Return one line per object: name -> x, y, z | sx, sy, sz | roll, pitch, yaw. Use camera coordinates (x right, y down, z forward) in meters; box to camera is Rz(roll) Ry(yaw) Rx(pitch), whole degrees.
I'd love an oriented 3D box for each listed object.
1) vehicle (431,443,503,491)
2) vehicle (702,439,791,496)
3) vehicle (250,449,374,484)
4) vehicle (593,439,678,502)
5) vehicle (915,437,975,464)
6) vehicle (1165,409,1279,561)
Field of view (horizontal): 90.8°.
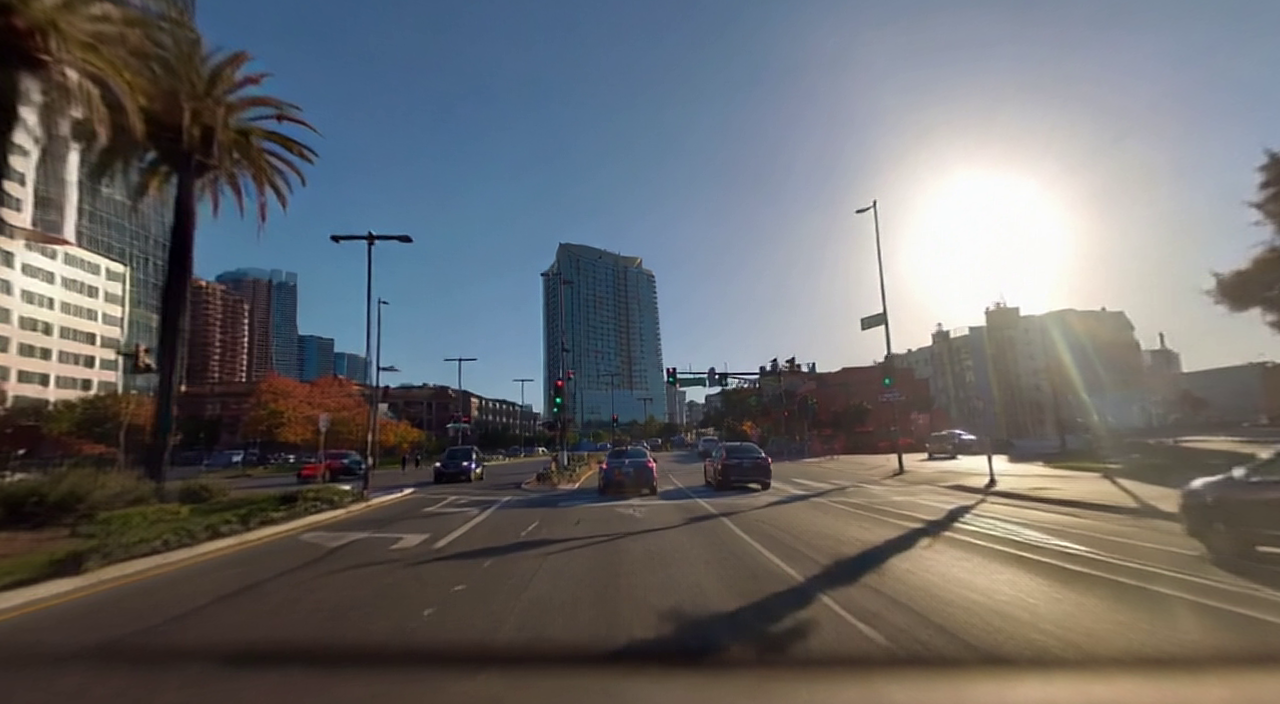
vehicle -> -6.272, 4.028, 22.553 | 1.977, 1.501, 4.435 | 3, -9, -21
vehicle -> 3.040, 3.369, 18.731 | 1.909, 1.500, 3.524 | 0, -9, -2
vehicle -> -14.648, 5.113, 28.367 | 4.641, 1.502, 1.882 | -2, -9, 9
vehicle -> -0.147, 3.134, 17.086 | 2.048, 1.503, 3.681 | 0, -9, -1
vehicle -> 19.894, 6.481, 41.478 | 1.959, 1.674, 4.706 | -1, -9, 5
vehicle -> 8.180, 1.362, 6.265 | 2.000, 1.685, 4.487 | 0, -9, -1
